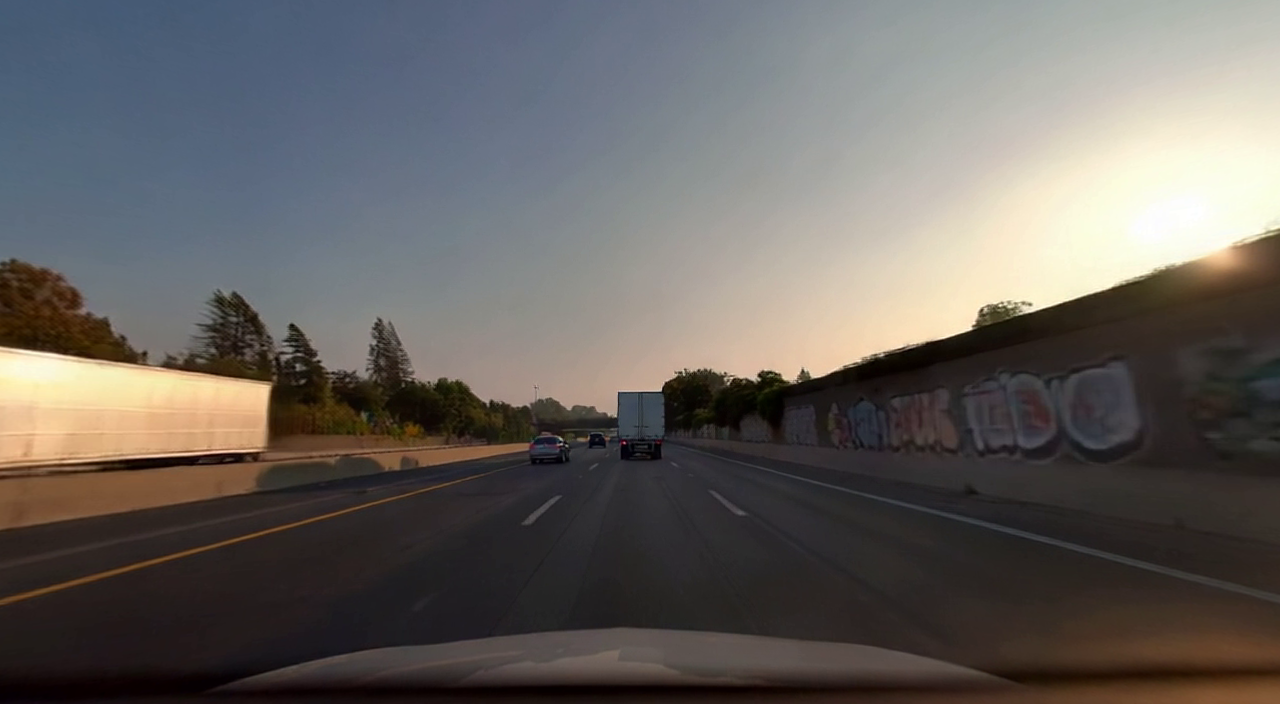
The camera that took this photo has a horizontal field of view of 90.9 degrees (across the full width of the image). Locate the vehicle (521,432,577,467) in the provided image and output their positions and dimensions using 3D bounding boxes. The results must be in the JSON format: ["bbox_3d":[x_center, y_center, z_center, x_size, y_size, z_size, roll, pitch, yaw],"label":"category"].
[{"bbox_3d":[-4.182,4.543,29.663,1.948,1.526,4.525,0,-8,0],"label":"vehicle"}]

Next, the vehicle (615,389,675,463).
[{"bbox_3d":[0.145,4.260,35.679,2.927,3.649,9.443,0,-8,-1],"label":"vehicle"}]

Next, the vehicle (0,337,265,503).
[{"bbox_3d":[-18.111,2.178,19.336,3.166,4.222,16.648,0,-8,-1],"label":"vehicle"}]
